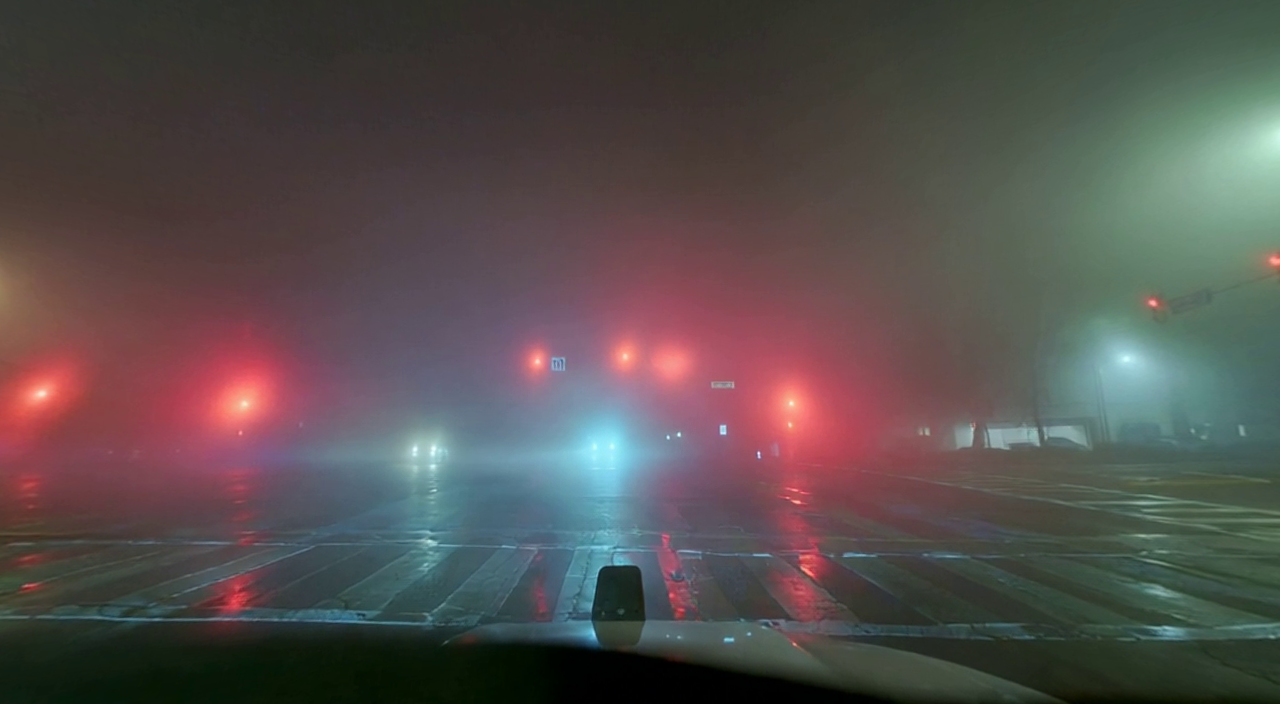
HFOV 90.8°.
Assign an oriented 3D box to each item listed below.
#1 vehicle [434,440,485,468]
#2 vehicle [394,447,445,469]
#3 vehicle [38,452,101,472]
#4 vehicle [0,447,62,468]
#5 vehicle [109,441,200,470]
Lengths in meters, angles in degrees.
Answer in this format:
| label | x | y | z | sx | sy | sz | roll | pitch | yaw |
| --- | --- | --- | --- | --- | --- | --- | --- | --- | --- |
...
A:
| label | x | y | z | sx | sy | sz | roll | pitch | yaw |
| --- | --- | --- | --- | --- | --- | --- | --- | --- | --- |
| vehicle | -12.000 | 6.803 | 42.311 | 2.080 | 1.763 | 4.341 | 0 | -8 | 0 |
| vehicle | -15.558 | 7.453 | 44.795 | 2.056 | 1.450 | 4.343 | 0 | -8 | 0 |
| vehicle | -41.637 | 8.019 | 46.184 | 1.552 | 1.339 | 3.340 | -2 | -9 | -1 |
| vehicle | -45.300 | 7.764 | 46.560 | 1.858 | 1.467 | 3.624 | 0 | -8 | 0 |
| vehicle | -34.956 | 7.427 | 45.710 | 2.204 | 1.955 | 5.518 | 0 | -8 | 0 |
